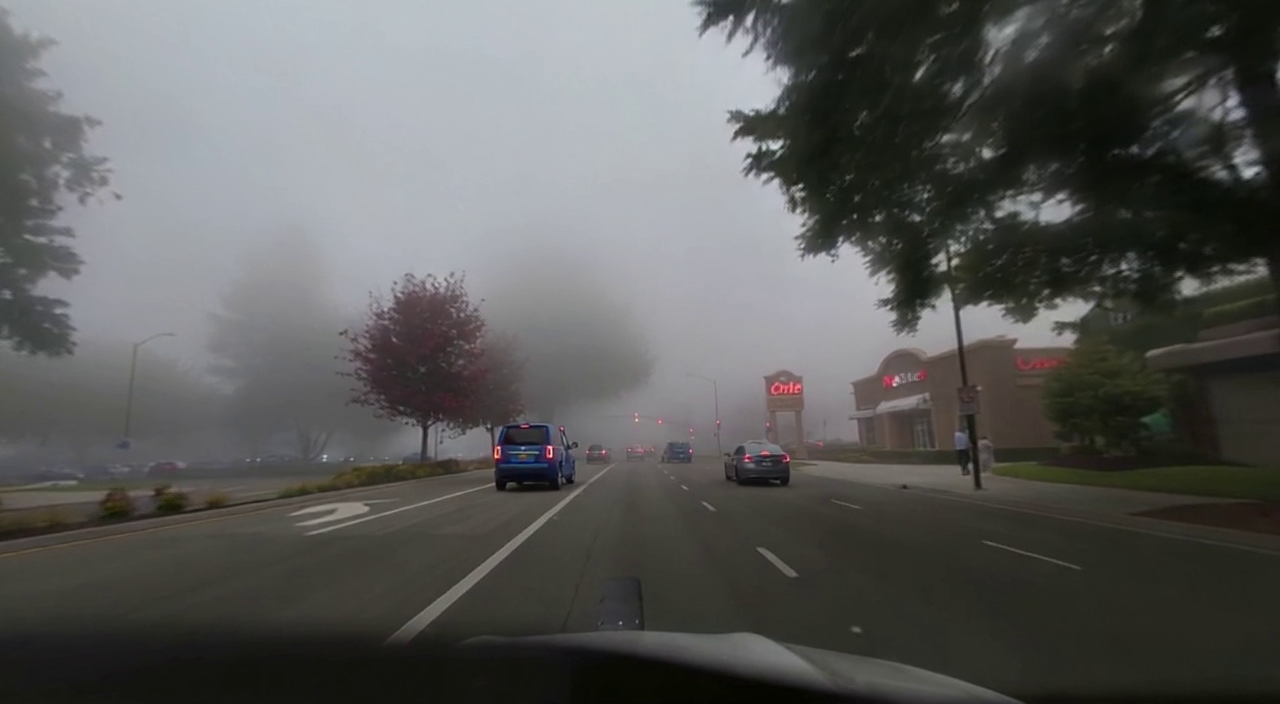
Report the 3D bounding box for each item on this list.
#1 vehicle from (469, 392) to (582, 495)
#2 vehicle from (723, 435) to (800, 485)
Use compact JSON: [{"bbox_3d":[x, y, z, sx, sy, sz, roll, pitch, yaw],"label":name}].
[{"bbox_3d":[-3.403,2.946,20.227,2.443,2.784,5.862,0,-9,1],"label":"vehicle"},{"bbox_3d":[4.307,3.886,23.027,1.869,1.646,4.166,0,-9,-2],"label":"vehicle"}]
